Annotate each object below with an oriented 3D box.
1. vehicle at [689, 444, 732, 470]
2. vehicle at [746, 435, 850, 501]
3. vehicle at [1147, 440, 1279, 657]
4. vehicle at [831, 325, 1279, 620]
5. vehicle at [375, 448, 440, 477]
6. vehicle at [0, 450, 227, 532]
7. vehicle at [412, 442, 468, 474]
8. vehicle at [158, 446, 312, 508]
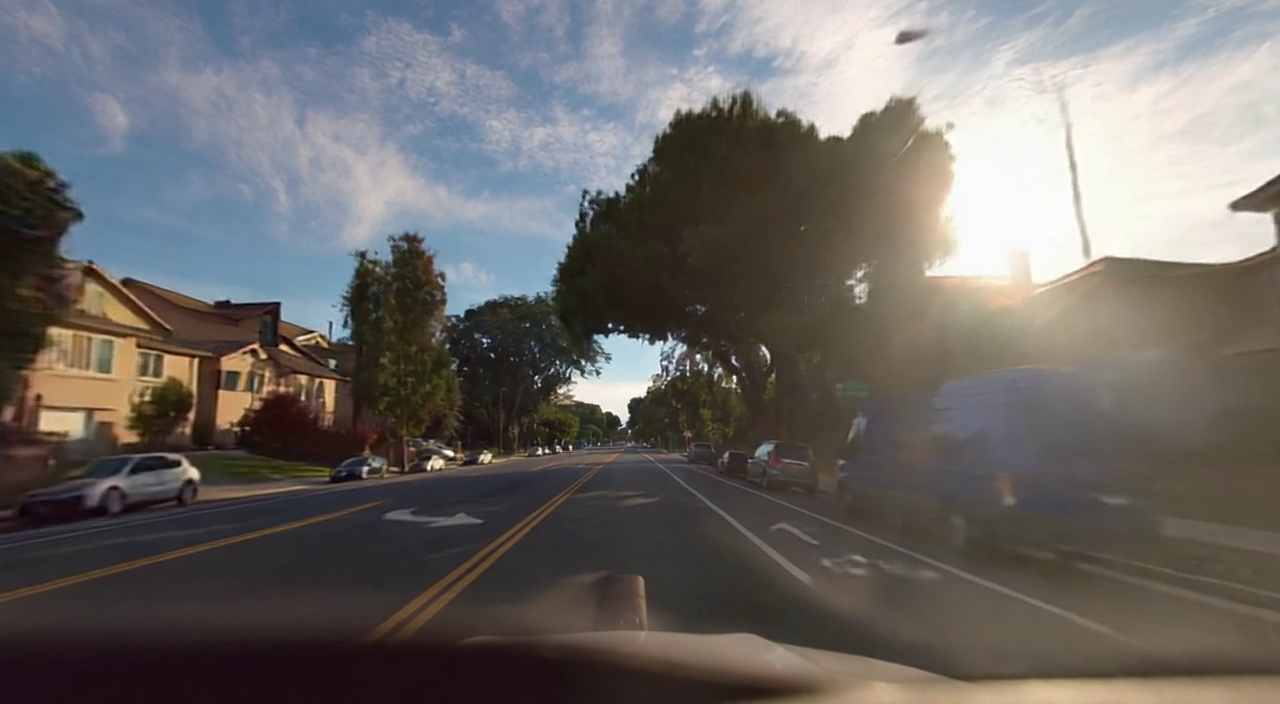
[{"bbox_3d":[4.255,6.427,38.861,1.923,1.493,4.628,1,-8,-2],"label":"vehicle"},{"bbox_3d":[4.586,3.411,19.135,1.927,1.718,4.679,0,-8,0],"label":"vehicle"},{"bbox_3d":[5.568,1.195,3.245,1.848,1.468,4.332,2,-9,-12],"label":"vehicle"},{"bbox_3d":[4.898,1.500,8.746,2.414,2.670,5.833,1,-8,-3],"label":"vehicle"},{"bbox_3d":[-12.952,6.177,35.561,1.954,1.491,4.633,0,-8,-1],"label":"vehicle"},{"bbox_3d":[-12.408,3.220,15.349,1.892,1.472,4.523,-2,-7,-3],"label":"vehicle"},{"bbox_3d":[-12.940,6.864,41.310,2.149,1.865,5.247,-2,-8,-2],"label":"vehicle"},{"bbox_3d":[-12.793,3.927,20.417,1.880,1.583,4.652,-3,-8,1],"label":"vehicle"}]
